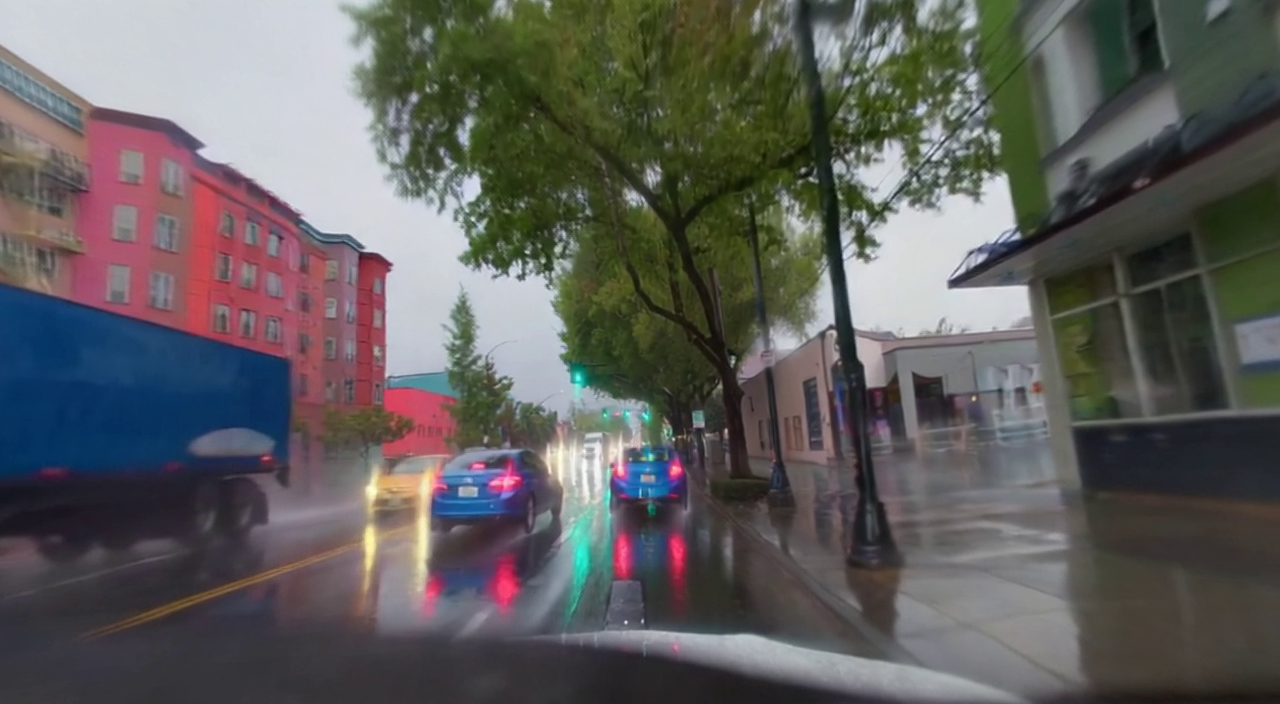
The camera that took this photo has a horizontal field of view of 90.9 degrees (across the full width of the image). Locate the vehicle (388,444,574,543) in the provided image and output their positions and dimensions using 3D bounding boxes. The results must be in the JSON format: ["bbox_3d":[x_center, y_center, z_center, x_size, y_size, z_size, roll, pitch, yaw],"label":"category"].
[{"bbox_3d":[-2.624,2.468,11.821,2.099,1.424,4.843,-1,-8,2],"label":"vehicle"}]

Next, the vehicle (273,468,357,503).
[{"bbox_3d":[-17.110,6.954,33.095,4.584,1.504,2.124,-7,-10,38],"label":"vehicle"}]

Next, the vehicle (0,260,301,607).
[{"bbox_3d":[-8.802,0.965,7.401,2.986,3.933,11.600,0,-8,1],"label":"vehicle"}]

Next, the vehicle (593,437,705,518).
[{"bbox_3d":[0.177,2.618,13.755,2.094,1.478,3.922,0,-8,0],"label":"vehicle"}]
